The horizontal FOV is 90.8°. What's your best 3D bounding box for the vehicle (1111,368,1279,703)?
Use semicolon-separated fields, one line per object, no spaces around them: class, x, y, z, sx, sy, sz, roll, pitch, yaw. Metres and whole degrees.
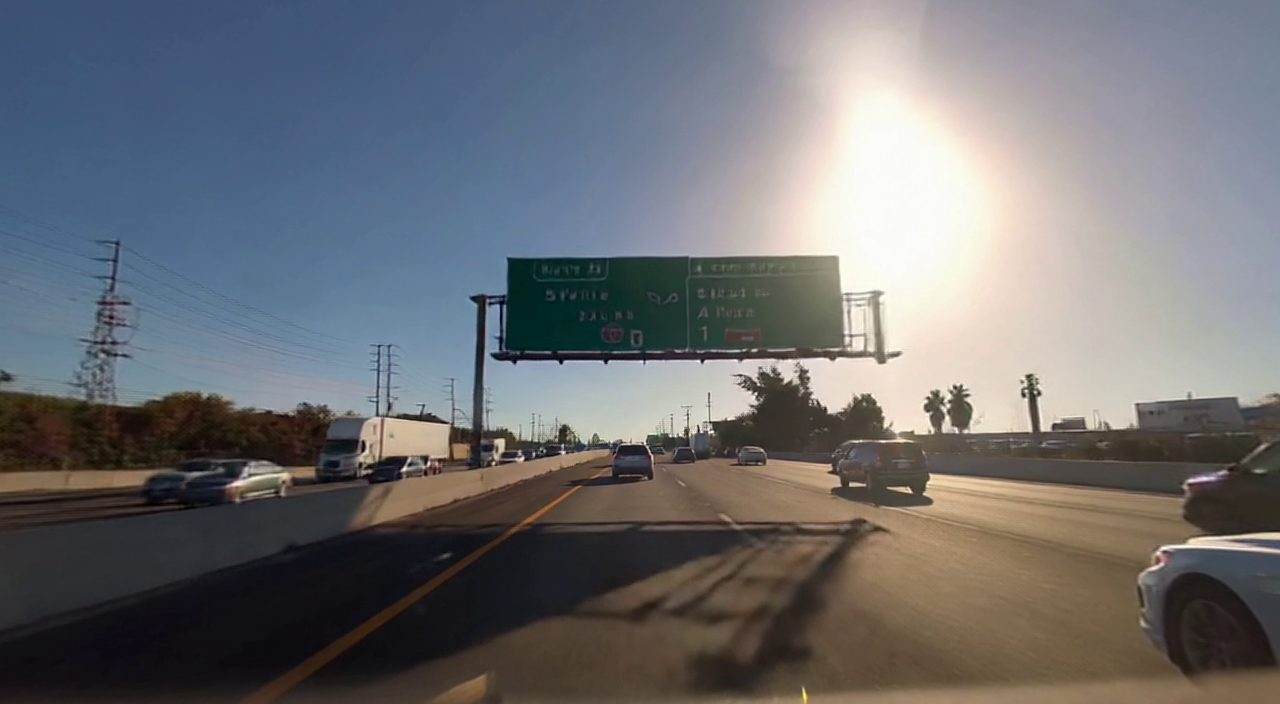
vehicle;3.325;0.668;1.157;1.967;1.547;3.777;0;-8;0

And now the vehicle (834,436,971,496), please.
vehicle;7.188;3.149;17.847;1.958;1.473;4.201;0;-8;-1

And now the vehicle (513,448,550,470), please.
vehicle;-7.984;7.887;46.703;1.931;1.541;4.018;0;-8;1

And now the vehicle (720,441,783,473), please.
vehicle;5.536;5.275;31.980;1.934;1.461;4.368;1;-8;-7

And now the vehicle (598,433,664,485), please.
vehicle;-0.346;4.056;24.246;2.298;1.809;4.359;0;-8;-1

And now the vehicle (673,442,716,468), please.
vehicle;3.276;6.300;38.738;2.115;1.481;3.968;0;-8;-2

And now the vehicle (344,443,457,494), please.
vehicle;-8.273;4.041;22.385;2.069;1.613;4.660;0;-8;2

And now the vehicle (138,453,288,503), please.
vehicle;-14.813;4.356;22.315;1.924;1.472;4.767;0;-8;1

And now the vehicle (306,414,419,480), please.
vehicle;-18.286;6.381;42.657;3.068;3.921;9.552;0;-8;1
